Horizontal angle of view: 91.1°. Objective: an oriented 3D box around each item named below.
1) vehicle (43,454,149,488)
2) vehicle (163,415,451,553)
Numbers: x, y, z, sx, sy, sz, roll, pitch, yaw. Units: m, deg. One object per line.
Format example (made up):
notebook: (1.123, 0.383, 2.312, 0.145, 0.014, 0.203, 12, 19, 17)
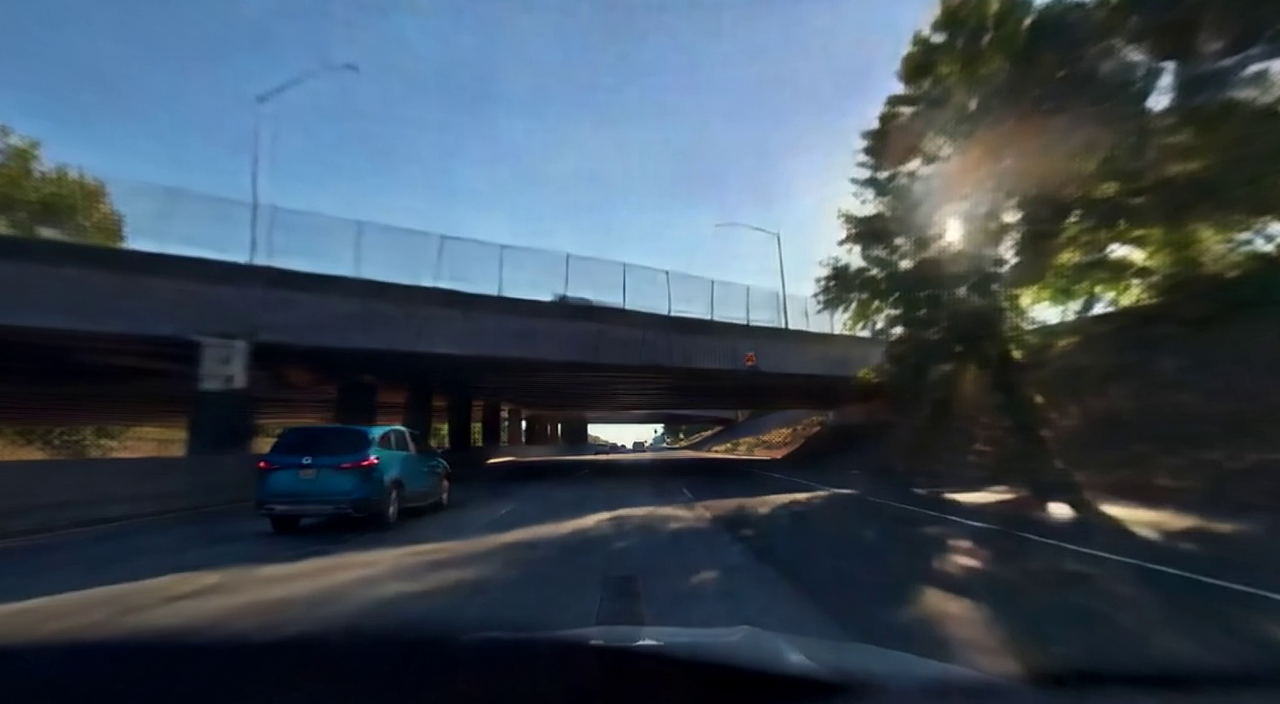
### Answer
vehicle: (-27.887, 6.082, 32.386, 1.773, 1.554, 4.111, 0, -8, -1)
vehicle: (-4.736, 1.924, 9.892, 2.125, 1.662, 4.336, 0, -8, 0)
